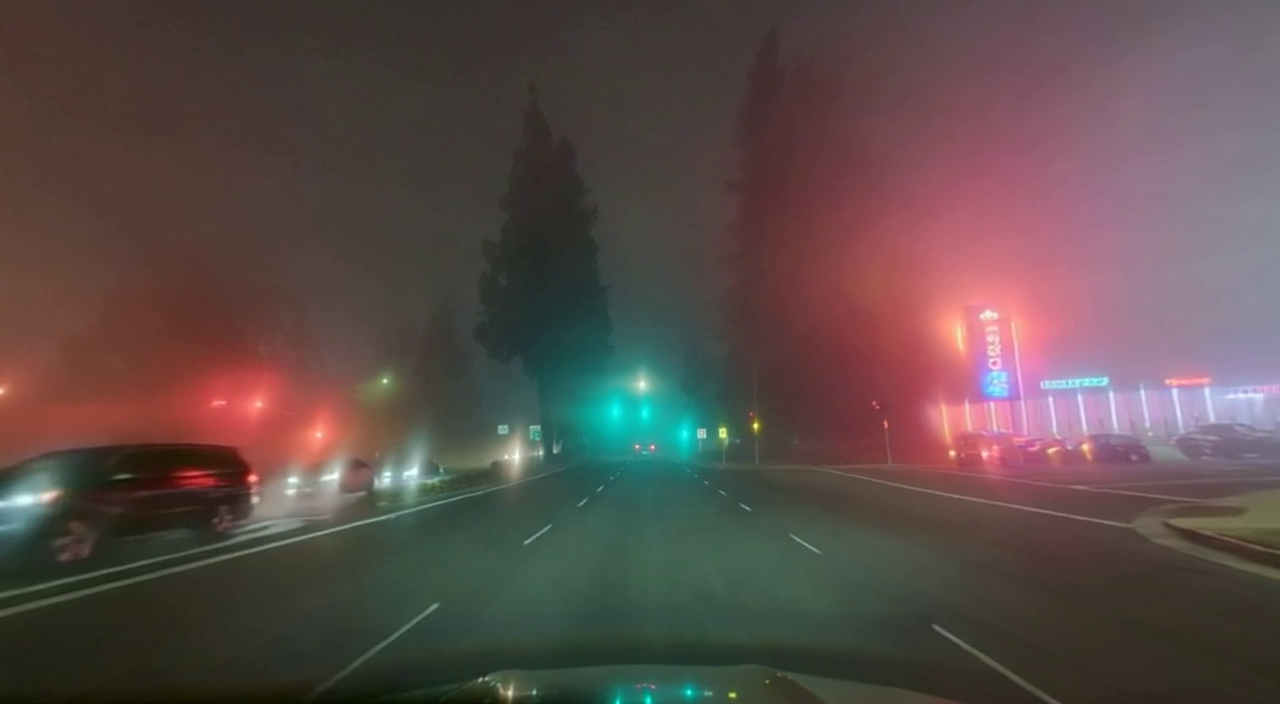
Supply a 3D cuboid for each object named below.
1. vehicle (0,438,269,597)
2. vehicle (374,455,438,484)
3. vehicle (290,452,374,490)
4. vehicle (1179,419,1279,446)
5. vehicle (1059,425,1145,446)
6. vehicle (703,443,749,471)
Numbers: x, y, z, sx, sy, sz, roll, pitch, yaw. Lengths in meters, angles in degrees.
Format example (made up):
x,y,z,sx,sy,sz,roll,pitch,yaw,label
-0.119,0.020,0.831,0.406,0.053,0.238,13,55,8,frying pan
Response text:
x,y,z,sx,sy,sz,roll,pitch,yaw,label
-7.899,2.110,9.118,2.231,1.650,5.052,0,-8,-4,vehicle
-13.158,6.591,35.723,1.847,1.424,4.521,-1,-8,1,vehicle
-16.653,6.423,34.428,2.072,1.862,4.948,0,-8,0,vehicle
33.814,4.687,36.344,1.753,1.399,4.538,-1,-8,5,vehicle
33.223,6.051,45.433,4.540,1.446,1.919,-1,-8,5,vehicle
4.655,5.752,34.766,1.913,1.463,4.198,0,-8,-1,vehicle
